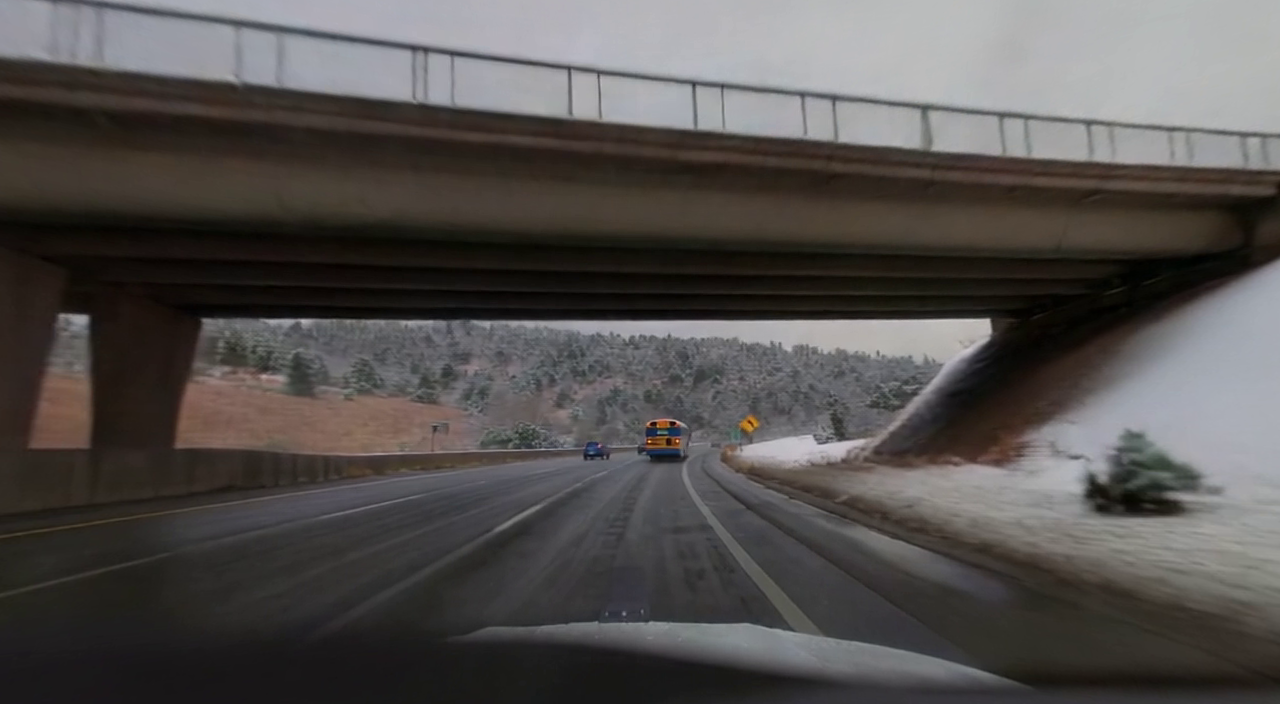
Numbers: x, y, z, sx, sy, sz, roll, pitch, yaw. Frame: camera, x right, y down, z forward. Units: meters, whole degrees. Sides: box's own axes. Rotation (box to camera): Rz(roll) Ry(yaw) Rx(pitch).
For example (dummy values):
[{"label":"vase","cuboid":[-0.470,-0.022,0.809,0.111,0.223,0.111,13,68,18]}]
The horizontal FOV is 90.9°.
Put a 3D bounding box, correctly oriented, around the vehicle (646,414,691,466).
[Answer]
[{"label":"vehicle","cuboid":[2.142,6.465,46.118,2.945,3.295,10.406,0,-8,3]}]
